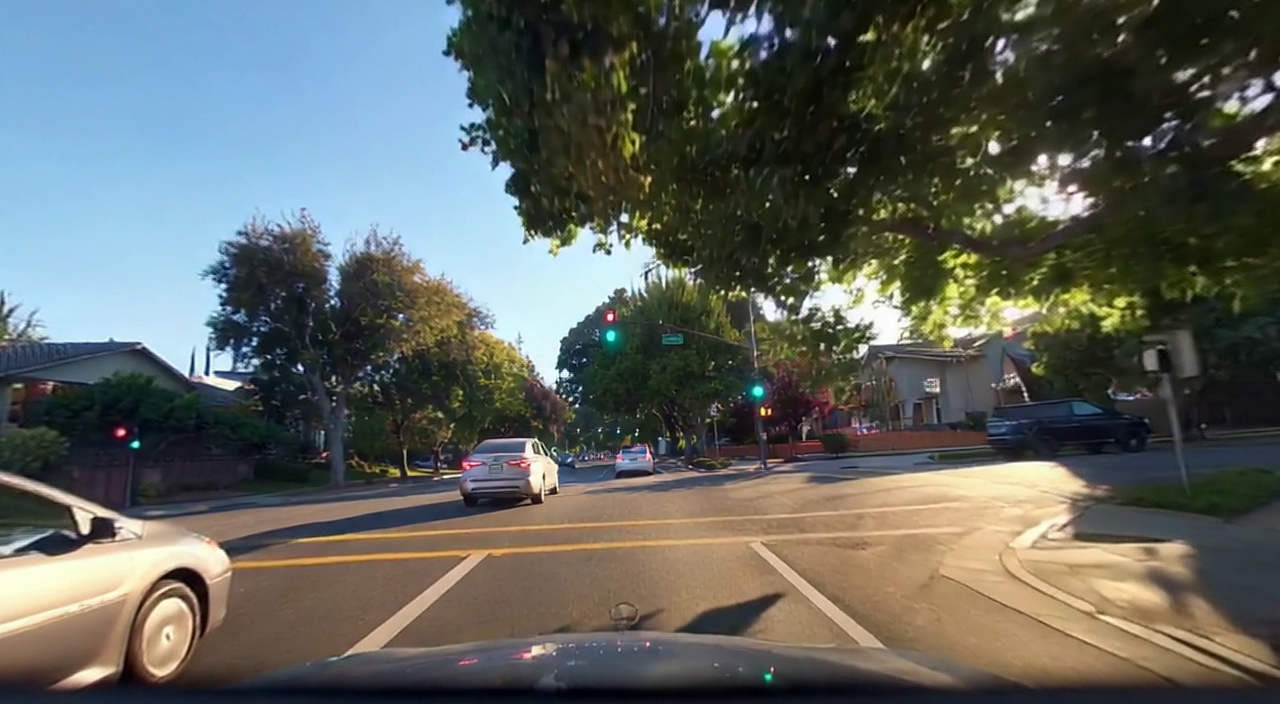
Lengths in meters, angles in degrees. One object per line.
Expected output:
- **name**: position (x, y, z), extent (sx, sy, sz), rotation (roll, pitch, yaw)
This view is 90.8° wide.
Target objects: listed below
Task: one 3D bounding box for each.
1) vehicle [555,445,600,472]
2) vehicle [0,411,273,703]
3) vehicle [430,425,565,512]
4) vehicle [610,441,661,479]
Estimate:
- **vehicle**: position (-3.720, 6.459, 38.410), extent (2.268, 1.522, 4.350), rotation (0, -8, 0)
- **vehicle**: position (-3.511, 0.897, 1.928), extent (1.934, 1.475, 4.741), rotation (0, -8, 0)
- **vehicle**: position (-3.225, 2.754, 15.391), extent (2.157, 1.771, 4.452), rotation (0, -8, 1)
- **vehicle**: position (-0.221, 4.640, 27.495), extent (2.062, 1.518, 3.901), rotation (0, -8, -1)
